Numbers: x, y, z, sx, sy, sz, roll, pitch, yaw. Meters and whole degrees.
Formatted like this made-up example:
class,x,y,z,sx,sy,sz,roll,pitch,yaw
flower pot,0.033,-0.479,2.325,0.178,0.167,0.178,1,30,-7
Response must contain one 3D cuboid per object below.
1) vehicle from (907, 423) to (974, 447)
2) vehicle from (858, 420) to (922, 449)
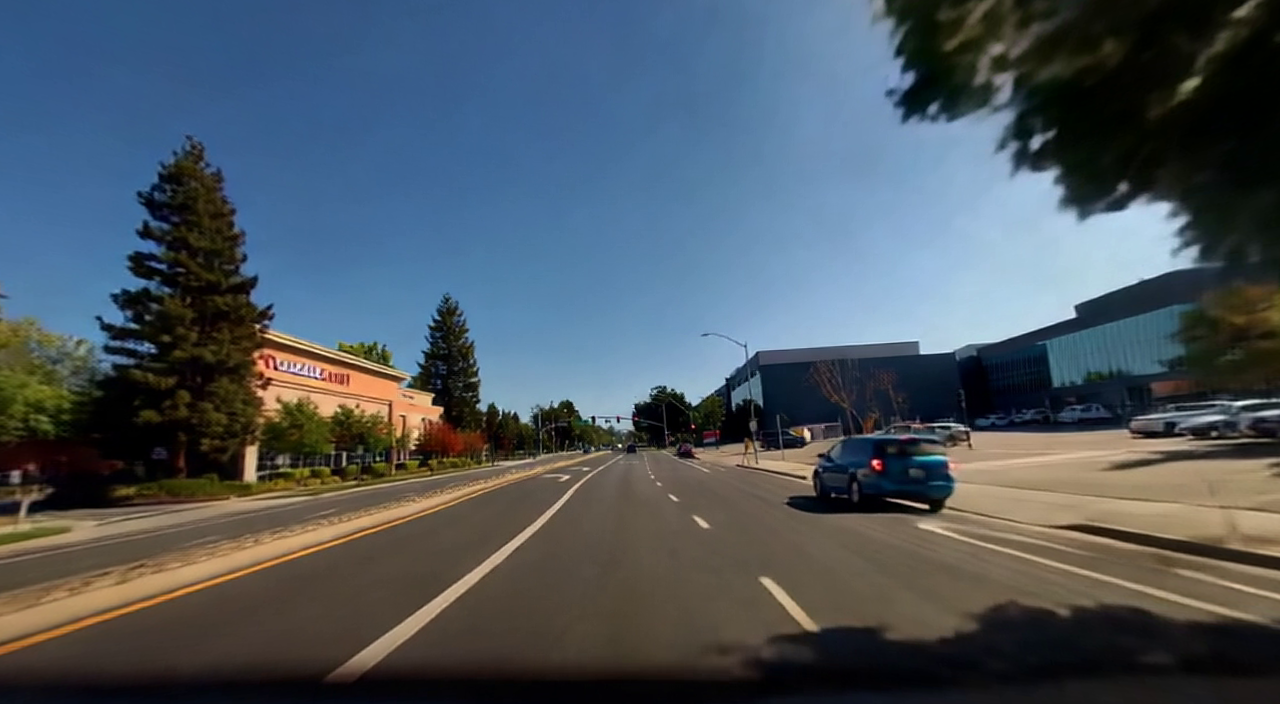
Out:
class,x,y,z,sx,sy,sz,roll,pitch,yaw
vehicle,19.641,5.485,41.354,2.021,1.472,4.047,2,-9,-8
vehicle,16.731,5.616,42.467,2.059,1.788,4.708,1,-9,-5
